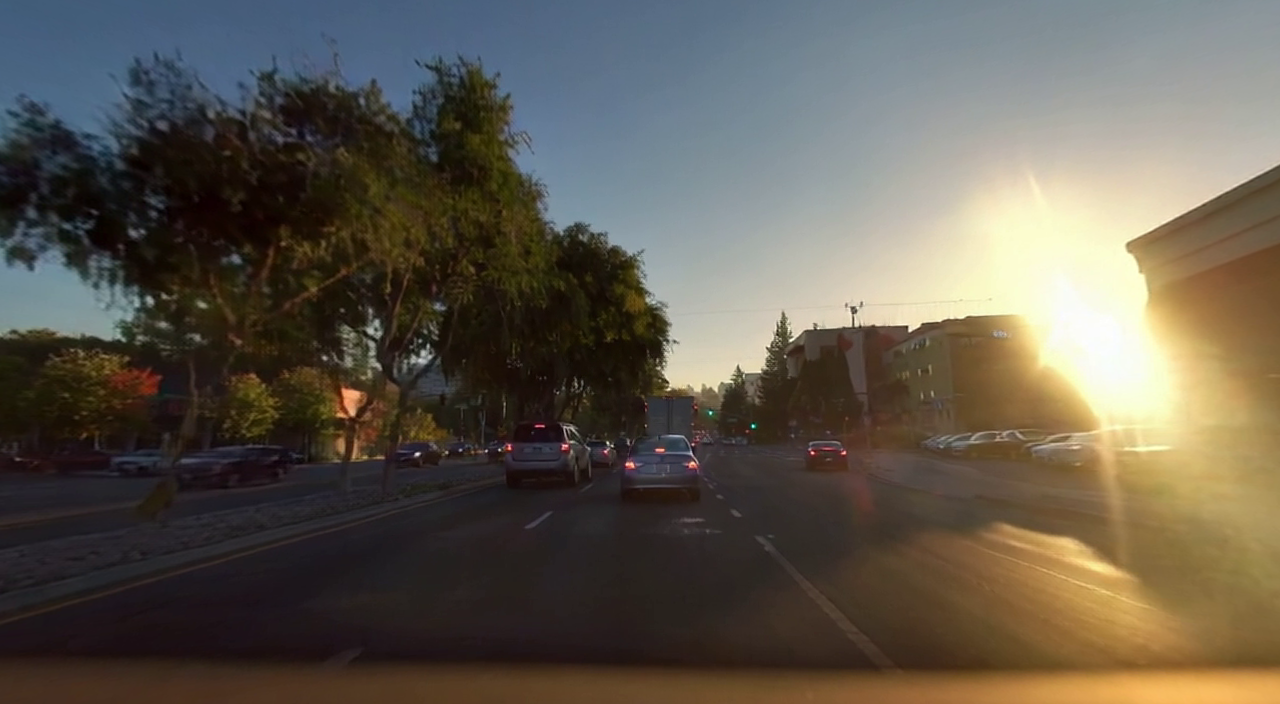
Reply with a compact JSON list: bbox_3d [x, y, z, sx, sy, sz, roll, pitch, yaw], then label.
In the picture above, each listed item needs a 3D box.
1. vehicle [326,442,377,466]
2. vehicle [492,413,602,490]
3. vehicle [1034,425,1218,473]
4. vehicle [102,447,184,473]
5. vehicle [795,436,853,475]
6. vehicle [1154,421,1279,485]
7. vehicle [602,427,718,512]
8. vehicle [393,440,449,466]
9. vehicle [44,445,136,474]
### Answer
[{"bbox_3d":[-21.544,7.640,47.302,1.923,1.703,4.520,0,-8,-3],"label":"vehicle"},{"bbox_3d":[-2.538,2.931,18.762,2.289,1.935,5.227,0,-8,2],"label":"vehicle"},{"bbox_3d":[15.630,3.134,20.440,4.436,1.466,1.875,0,-8,-2],"label":"vehicle"},{"bbox_3d":[-32.009,6.954,40.749,3.937,1.438,1.873,3,-10,-33],"label":"vehicle"},{"bbox_3d":[7.863,4.440,27.308,1.900,1.507,4.151,-2,-8,10],"label":"vehicle"},{"bbox_3d":[16.086,2.537,15.993,4.323,1.496,1.937,0,-8,0],"label":"vehicle"},{"bbox_3d":[0.334,2.400,13.319,2.061,1.494,4.079,0,-8,-1],"label":"vehicle"},{"bbox_3d":[-12.800,5.912,37.111,2.011,1.456,4.143,0,-8,-3],"label":"vehicle"},{"bbox_3d":[-31.997,6.247,36.801,3.835,1.549,1.755,6,-11,-37],"label":"vehicle"}]
